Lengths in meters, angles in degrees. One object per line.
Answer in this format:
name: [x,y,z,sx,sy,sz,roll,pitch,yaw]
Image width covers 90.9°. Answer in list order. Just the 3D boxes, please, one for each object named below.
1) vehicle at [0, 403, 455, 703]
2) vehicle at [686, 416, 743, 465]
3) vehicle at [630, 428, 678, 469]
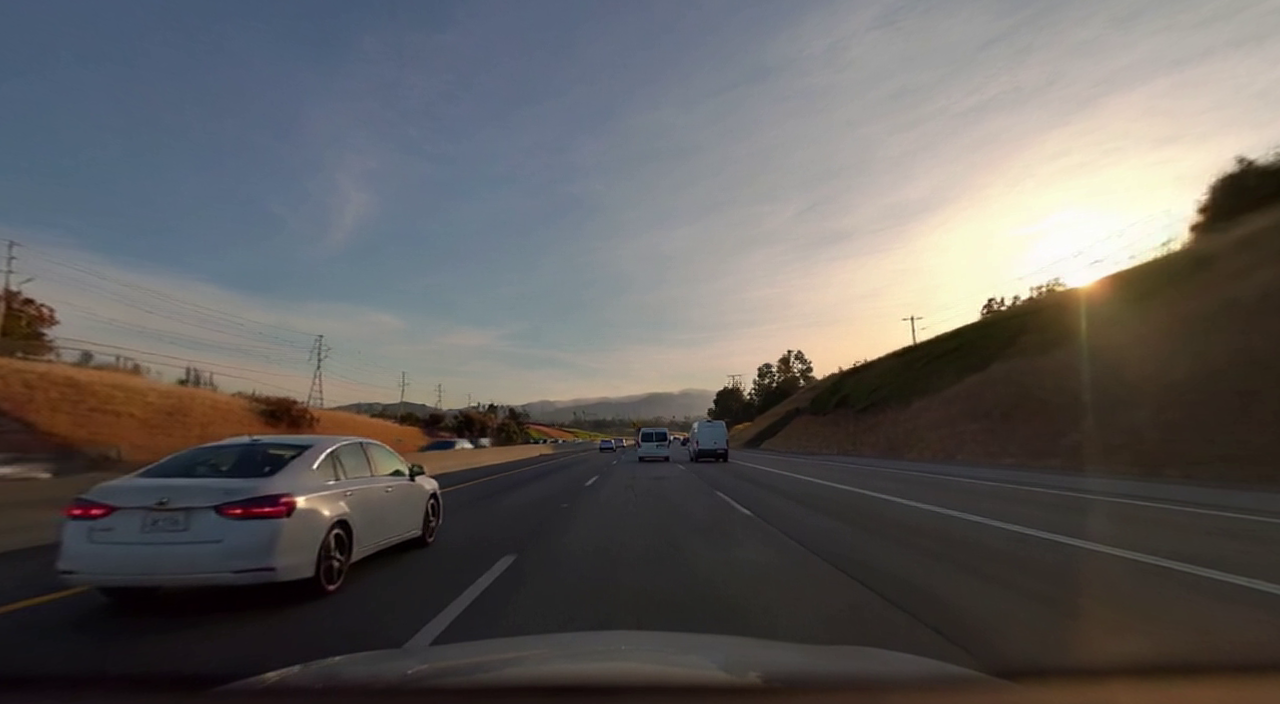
vehicle: [-3.075,1.266,5.093,1.890,1.490,4.202,0,-8,0]
vehicle: [3.887,4.757,34.068,2.348,2.429,5.172,0,-8,-1]
vehicle: [0.594,4.595,30.270,2.159,1.811,4.238,0,-8,-1]
